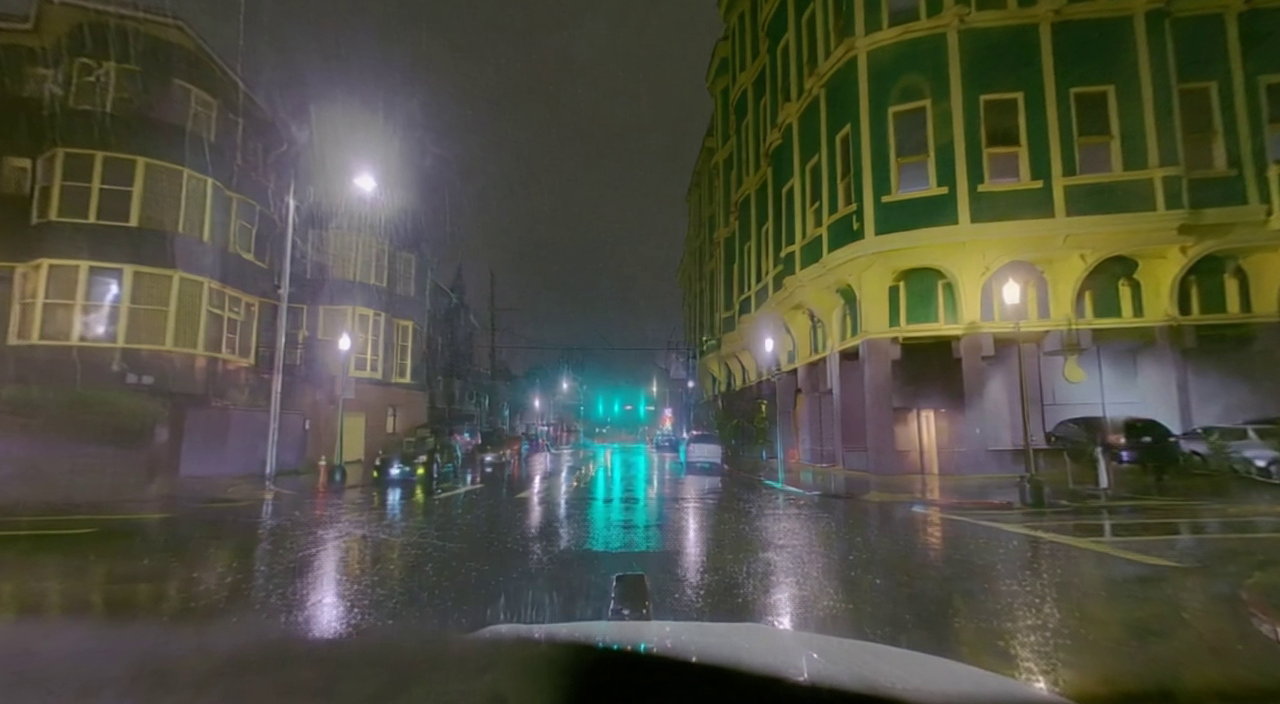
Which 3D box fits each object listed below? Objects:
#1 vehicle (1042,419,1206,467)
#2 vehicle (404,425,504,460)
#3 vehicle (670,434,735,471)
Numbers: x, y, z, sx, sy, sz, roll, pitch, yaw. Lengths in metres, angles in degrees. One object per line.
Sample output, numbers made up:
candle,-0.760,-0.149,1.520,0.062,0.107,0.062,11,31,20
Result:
vehicle,15.344,2.919,20.146,3.752,1.453,1.709,0,-9,2
vehicle,-11.448,5.590,38.874,5.540,1.950,2.113,4,-12,-28
vehicle,2.558,4.313,27.171,2.290,1.456,4.503,0,-8,-1
